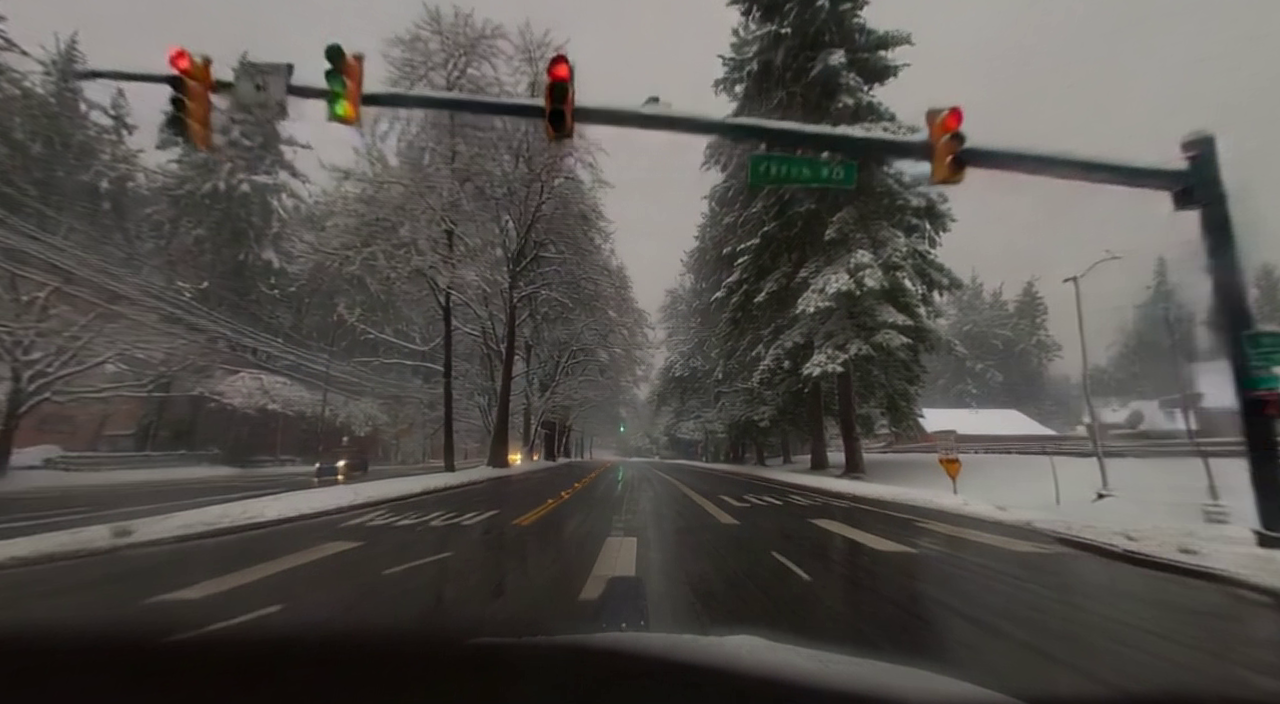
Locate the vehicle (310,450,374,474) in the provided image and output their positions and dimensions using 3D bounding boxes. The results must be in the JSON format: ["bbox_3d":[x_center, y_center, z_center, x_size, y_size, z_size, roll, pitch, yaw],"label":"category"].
[{"bbox_3d":[-20.031,7.406,42.633,2.099,1.504,4.721,0,-9,-1],"label":"vehicle"}]
